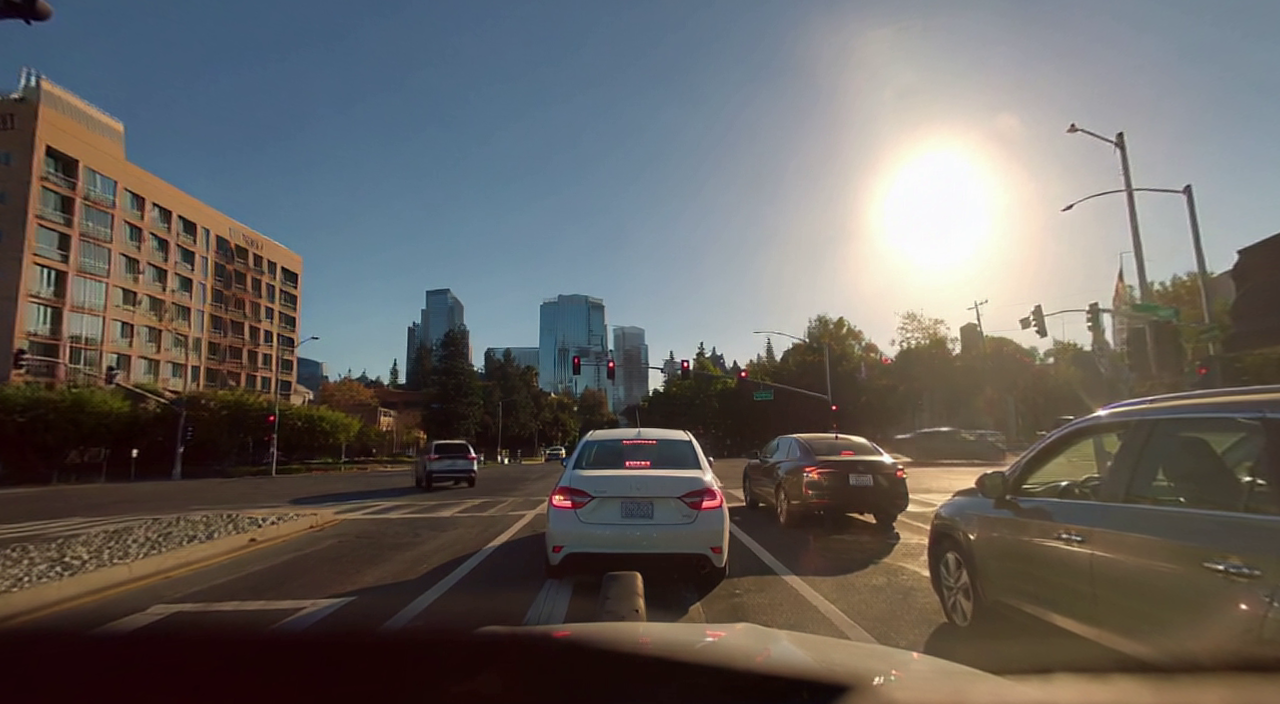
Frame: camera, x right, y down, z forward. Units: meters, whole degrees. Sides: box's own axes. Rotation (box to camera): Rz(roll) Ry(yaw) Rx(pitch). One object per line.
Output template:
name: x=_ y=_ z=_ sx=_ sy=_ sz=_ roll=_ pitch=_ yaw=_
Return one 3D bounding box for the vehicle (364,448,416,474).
vehicle: x=-18.840 y=8.202 z=47.871 sx=2.026 sy=1.836 sz=4.726 roll=0 pitch=-8 yaw=0

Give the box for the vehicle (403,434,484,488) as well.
vehicle: x=-7.576 y=4.096 z=24.107 sx=2.021 sy=1.837 sz=4.448 roll=5 pitch=-10 yaw=-28

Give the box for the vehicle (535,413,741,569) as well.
vehicle: x=-0.075 y=1.782 z=8.797 sx=2.188 sy=1.637 sz=4.027 roll=0 pitch=-8 yaw=-2

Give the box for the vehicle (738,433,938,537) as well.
vehicle: x=3.148 y=2.210 z=11.182 sx=2.001 sy=1.463 sz=4.398 roll=0 pitch=-8 yaw=-2

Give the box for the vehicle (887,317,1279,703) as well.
vehicle: x=3.008 y=0.865 z=2.698 sx=2.103 sy=1.701 sz=4.294 roll=0 pitch=-8 yaw=-1
